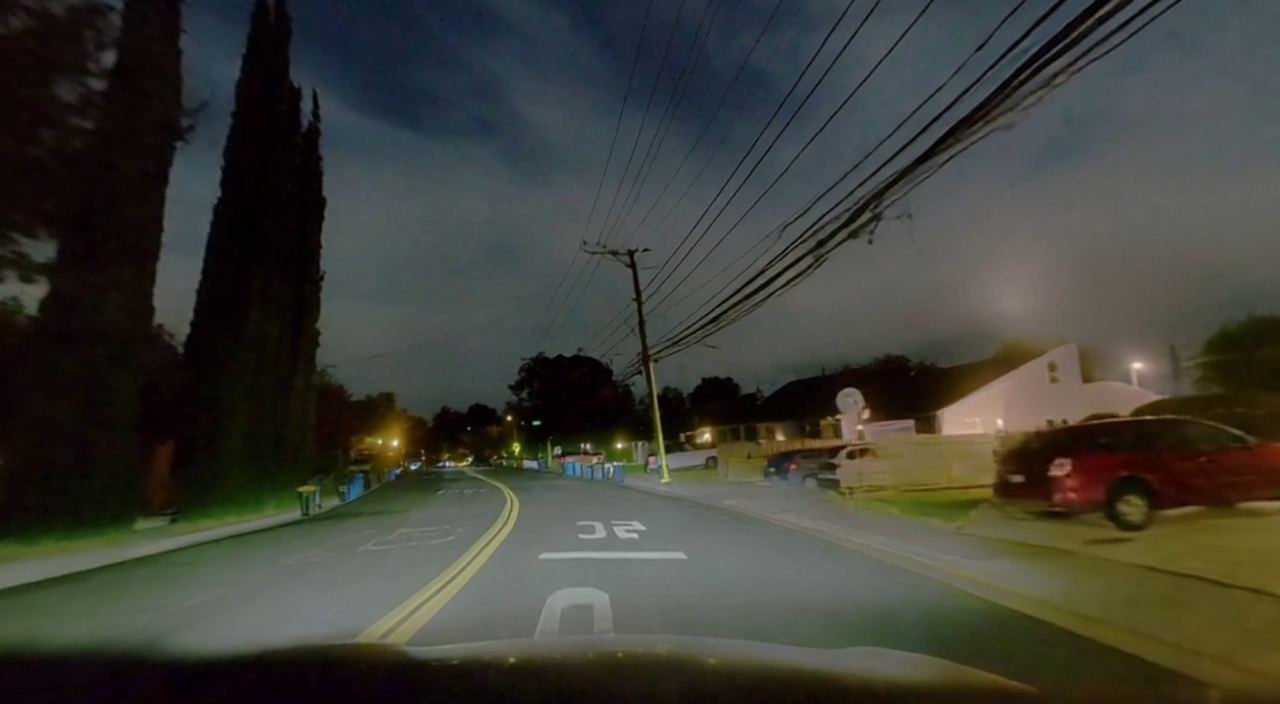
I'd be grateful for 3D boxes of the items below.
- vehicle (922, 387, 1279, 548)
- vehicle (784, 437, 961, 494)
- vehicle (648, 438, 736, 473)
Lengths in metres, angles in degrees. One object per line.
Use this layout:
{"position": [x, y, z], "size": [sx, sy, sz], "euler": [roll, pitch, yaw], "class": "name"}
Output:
{"position": [7.252, 1.603, 9.108], "size": [5.229, 1.790, 2.153], "euler": [-2, -11, -5], "class": "vehicle"}
{"position": [6.679, 3.256, 18.420], "size": [4.382, 1.531, 1.925], "euler": [1, -9, -8], "class": "vehicle"}
{"position": [2.826, 5.647, 34.505], "size": [4.337, 1.768, 1.962], "euler": [2, -9, -15], "class": "vehicle"}
